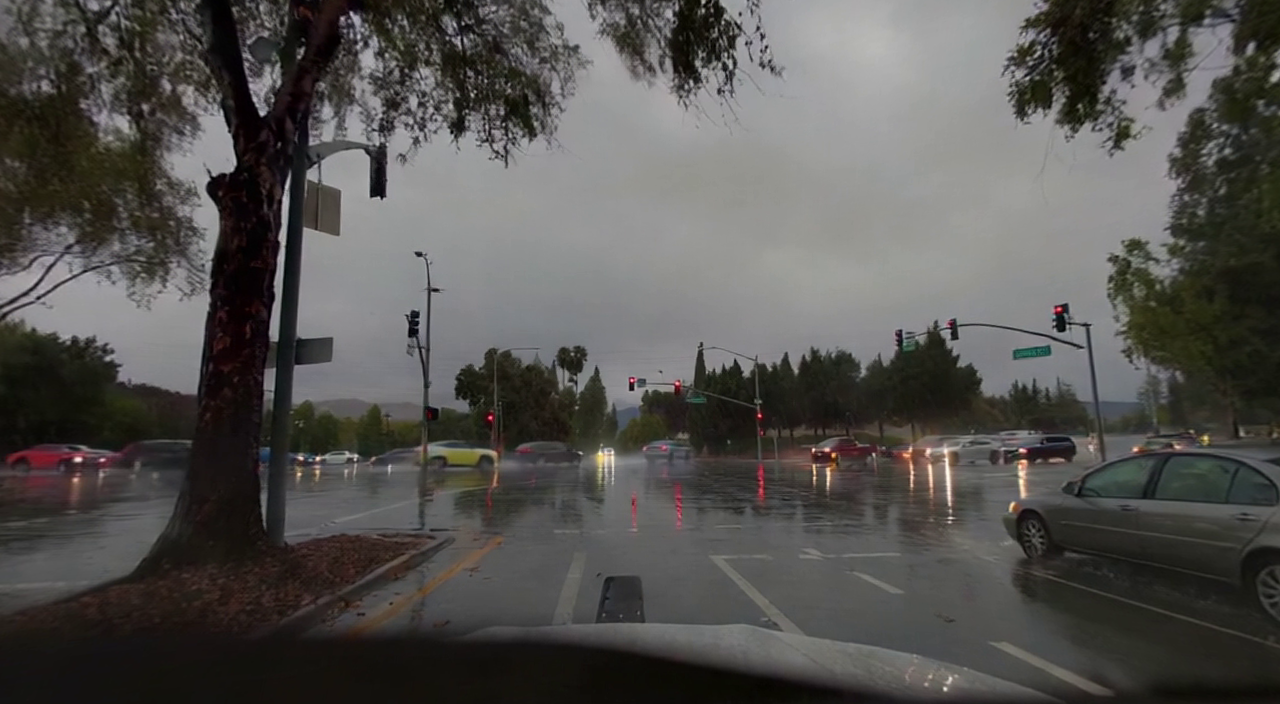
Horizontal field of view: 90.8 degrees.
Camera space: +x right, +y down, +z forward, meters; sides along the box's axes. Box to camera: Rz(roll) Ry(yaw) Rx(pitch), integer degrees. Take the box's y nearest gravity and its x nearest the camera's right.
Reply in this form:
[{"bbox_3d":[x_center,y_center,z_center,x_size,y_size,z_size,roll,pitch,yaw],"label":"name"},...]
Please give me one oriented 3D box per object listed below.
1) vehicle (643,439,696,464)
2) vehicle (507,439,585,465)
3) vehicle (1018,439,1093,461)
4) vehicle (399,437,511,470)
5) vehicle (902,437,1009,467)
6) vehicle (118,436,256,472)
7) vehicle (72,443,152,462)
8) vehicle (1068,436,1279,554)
[{"bbox_3d":[2.077,6.789,43.220,1.896,1.544,4.331,-5,-10,29],"label":"vehicle"},{"bbox_3d":[-5.831,6.273,39.826,1.922,1.485,4.912,-7,-11,37],"label":"vehicle"},{"bbox_3d":[29.452,6.948,44.797,4.533,1.471,1.772,2,-9,-15],"label":"vehicle"},{"bbox_3d":[-8.976,4.918,30.785,4.849,1.476,1.935,5,-10,-31],"label":"vehicle"},{"bbox_3d":[16.275,5.175,32.832,1.962,1.468,4.516,6,-10,-34],"label":"vehicle"},{"bbox_3d":[-20.075,4.534,28.236,4.580,1.472,1.891,3,-9,-21],"label":"vehicle"},{"bbox_3d":[-40.540,7.732,48.594,4.345,1.426,1.722,2,-9,-8],"label":"vehicle"},{"bbox_3d":[9.283,2.155,9.839,1.993,1.505,4.721,3,-9,0],"label":"vehicle"}]
